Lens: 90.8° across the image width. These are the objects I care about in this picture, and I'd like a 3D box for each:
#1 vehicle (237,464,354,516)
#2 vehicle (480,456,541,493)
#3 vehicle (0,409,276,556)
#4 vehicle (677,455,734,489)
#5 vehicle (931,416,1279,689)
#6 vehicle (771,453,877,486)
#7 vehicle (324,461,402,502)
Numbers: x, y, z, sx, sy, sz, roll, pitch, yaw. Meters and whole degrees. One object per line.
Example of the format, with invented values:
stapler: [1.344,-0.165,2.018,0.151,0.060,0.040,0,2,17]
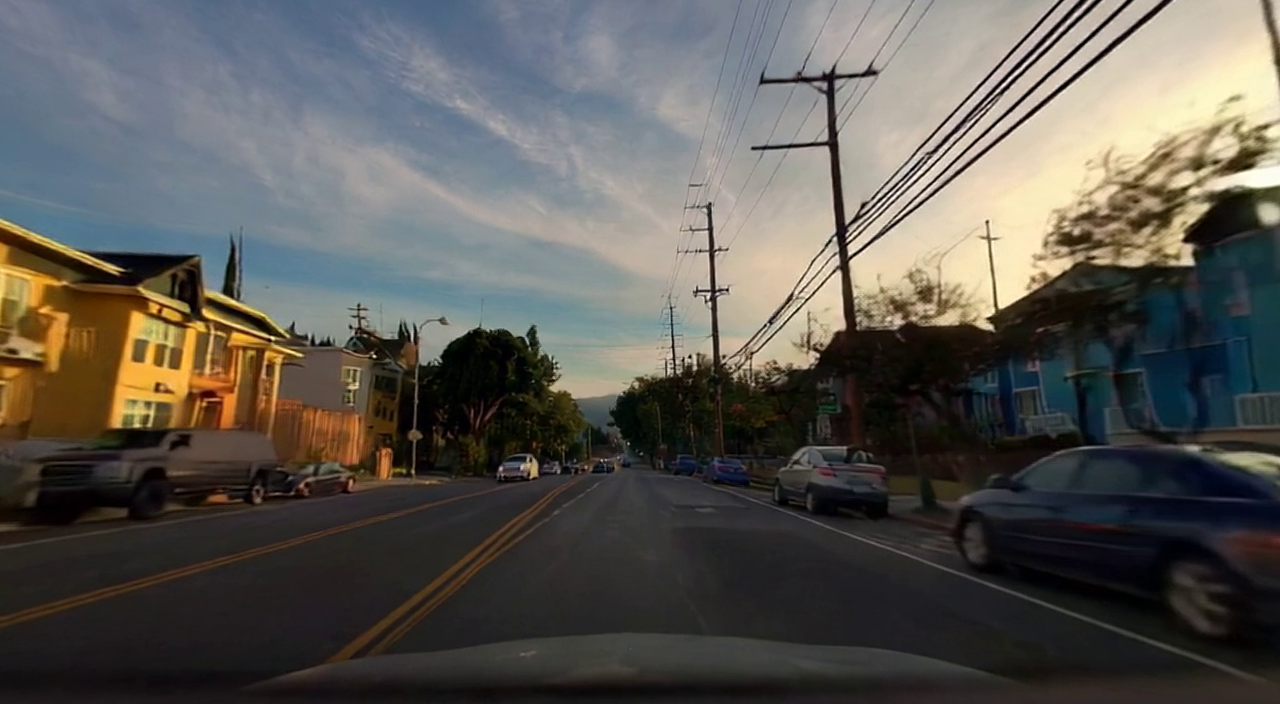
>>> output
vehicle: [-11.568,4.614,21.622,1.742,1.415,4.566,0,-9,-4]
vehicle: [-5.976,5.673,29.594,2.205,1.480,4.366,-1,-9,-4]
vehicle: [-11.130,2.766,14.189,2.687,2.491,5.936,-2,-8,-4]
vehicle: [3.018,5.652,30.104,1.917,1.434,4.733,0,-9,-4]
vehicle: [4.499,1.287,4.687,2.059,1.502,4.824,0,-9,-5]
vehicle: [8.925,5.653,30.674,4.658,1.465,2.025,-4,-9,24]
vehicle: [-11.923,5.564,27.436,1.936,1.516,3.647,0,-9,-4]
